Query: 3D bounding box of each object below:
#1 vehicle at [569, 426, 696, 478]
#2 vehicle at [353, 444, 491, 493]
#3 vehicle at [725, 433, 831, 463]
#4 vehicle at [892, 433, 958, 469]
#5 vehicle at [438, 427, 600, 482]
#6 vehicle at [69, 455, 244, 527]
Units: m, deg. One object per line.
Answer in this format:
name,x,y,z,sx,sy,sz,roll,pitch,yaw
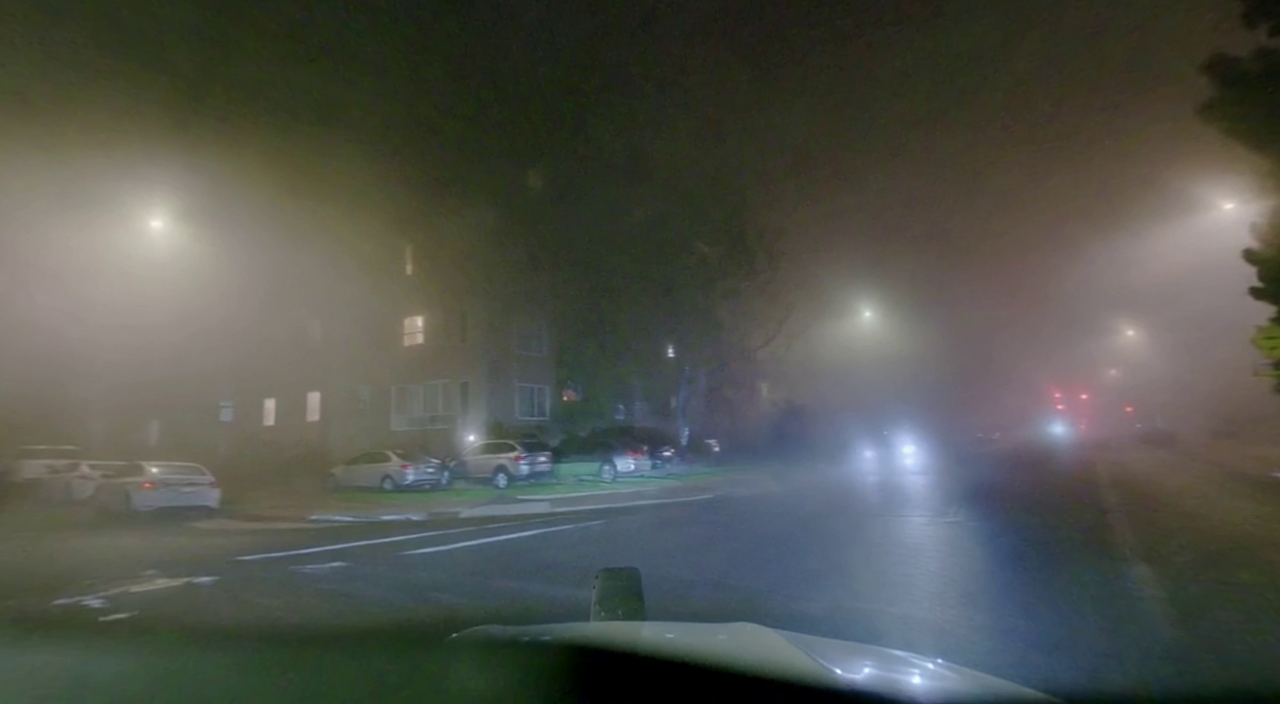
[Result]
vehicle,-0.127,3.374,21.334,1.918,1.549,4.413,-7,-11,38
vehicle,-7.123,3.793,20.910,2.061,1.417,3.821,-5,-10,31
vehicle,7.188,5.041,33.112,5.079,1.480,1.802,-6,-10,34
vehicle,12.953,4.454,28.439,2.009,1.454,4.076,-6,-10,33
vehicle,-3.763,3.341,20.732,2.104,1.533,5.312,-6,-10,33
vehicle,-11.831,3.249,15.314,4.744,1.410,1.977,-6,-10,36
